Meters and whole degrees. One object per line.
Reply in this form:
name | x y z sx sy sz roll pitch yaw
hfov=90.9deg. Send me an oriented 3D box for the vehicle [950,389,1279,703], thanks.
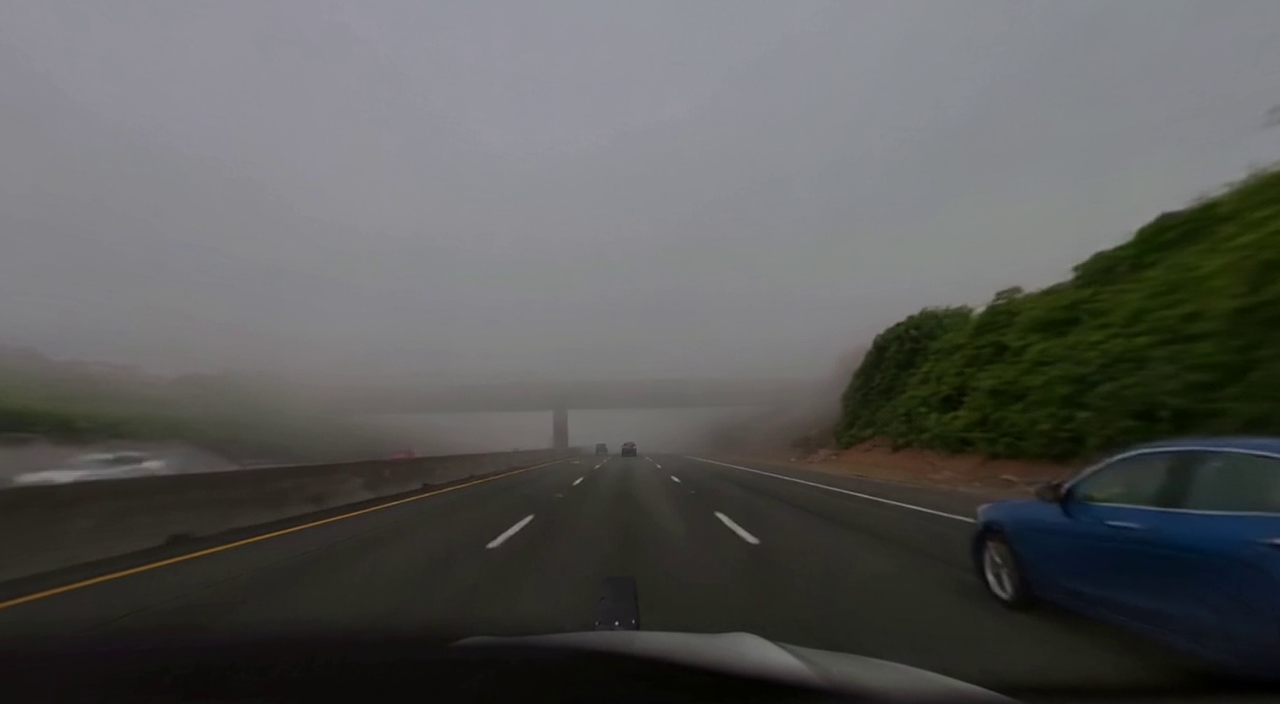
vehicle | 3.680 0.980 3.087 2.079 1.515 4.196 0 -8 -2
